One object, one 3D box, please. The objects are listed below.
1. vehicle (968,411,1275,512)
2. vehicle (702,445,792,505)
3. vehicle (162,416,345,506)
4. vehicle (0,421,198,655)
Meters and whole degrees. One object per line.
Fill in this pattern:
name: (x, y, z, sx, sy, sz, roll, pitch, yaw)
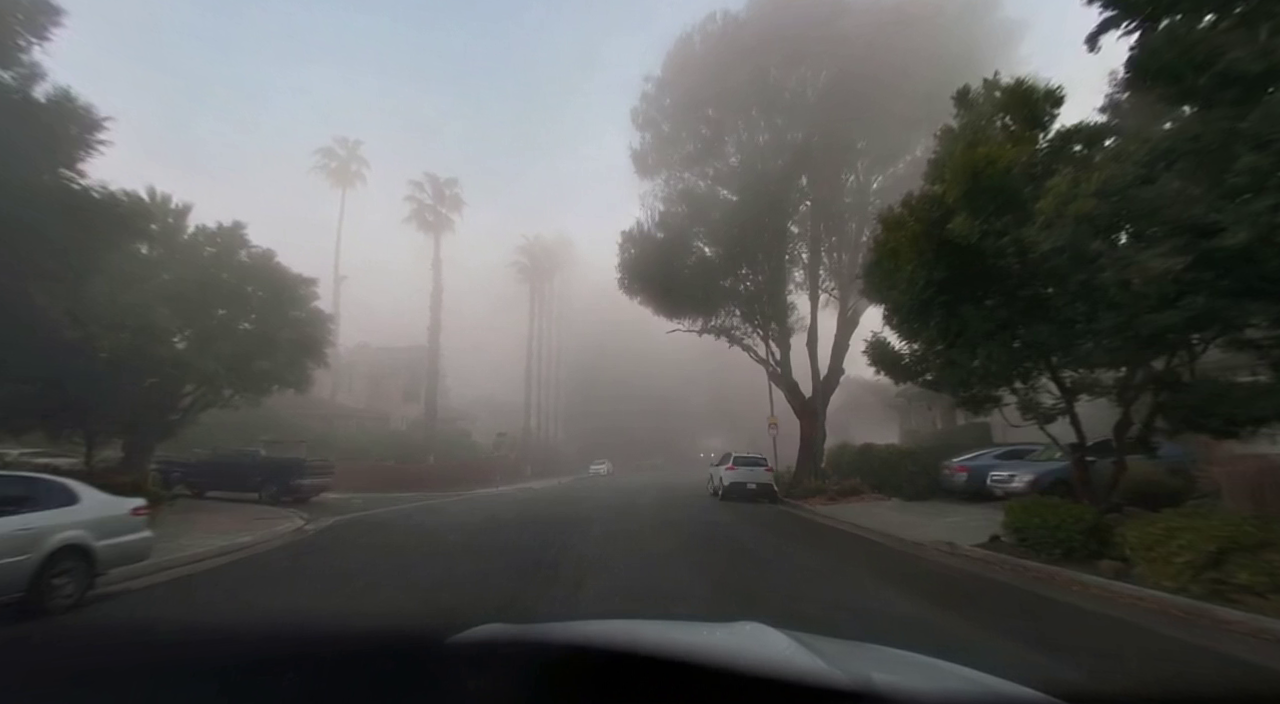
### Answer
vehicle: (9.756, 2.358, 13.165, 4.478, 1.705, 2.050, -3, -16, 2)
vehicle: (3.561, 4.174, 22.006, 2.197, 1.816, 4.845, 0, -8, -1)
vehicle: (-13.394, 3.677, 21.673, 6.773, 2.680, 2.459, -5, -10, 32)
vehicle: (-5.788, 1.437, 4.722, 1.947, 1.672, 4.289, -1, -19, -4)
